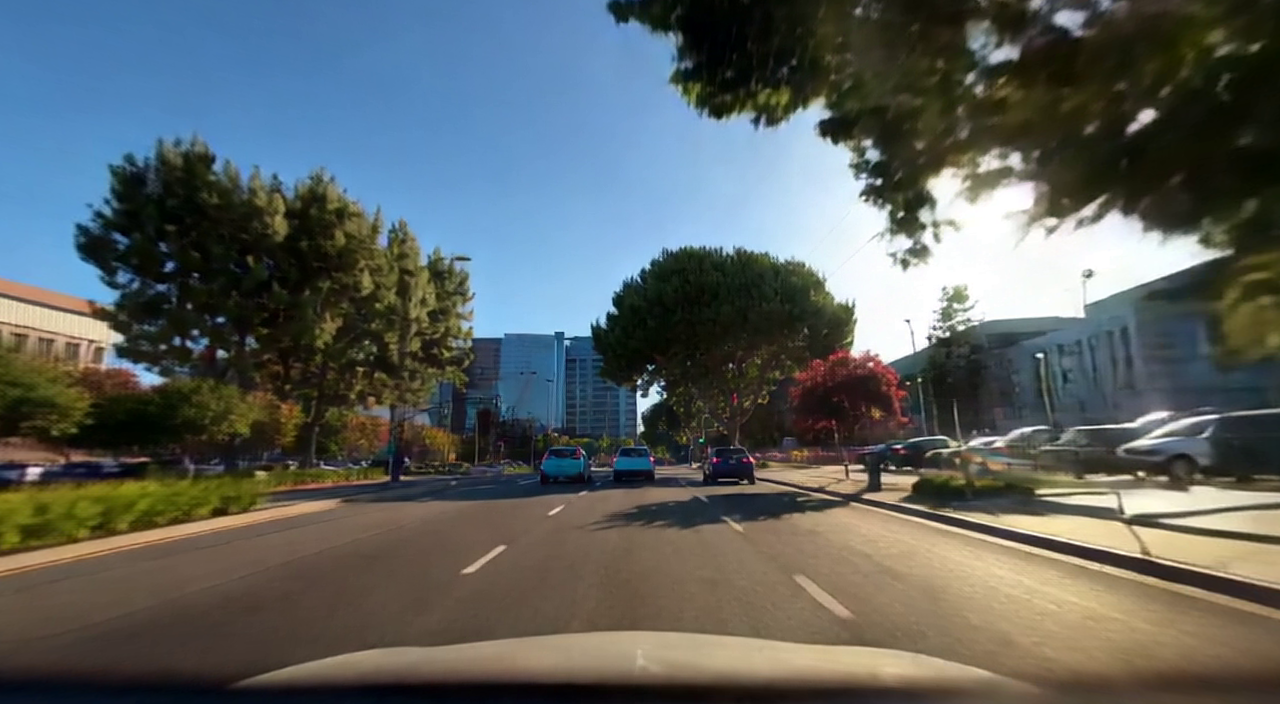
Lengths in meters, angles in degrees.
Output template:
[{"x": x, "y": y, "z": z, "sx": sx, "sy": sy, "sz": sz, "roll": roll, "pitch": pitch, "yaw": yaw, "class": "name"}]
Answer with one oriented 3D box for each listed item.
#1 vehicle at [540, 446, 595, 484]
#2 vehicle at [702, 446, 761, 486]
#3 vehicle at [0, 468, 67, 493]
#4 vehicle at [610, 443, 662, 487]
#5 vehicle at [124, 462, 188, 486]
[{"x": -3.450, "y": 5.445, "z": 30.853, "sx": 2.047, "sy": 1.710, "sz": 4.314, "roll": 0, "pitch": -8, "yaw": 2, "class": "vehicle"}, {"x": 3.821, "y": 4.840, "z": 27.054, "sx": 1.847, "sy": 1.554, "sz": 4.052, "roll": 0, "pitch": -8, "yaw": -1, "class": "vehicle"}, {"x": -42.094, "y": 8.893, "z": 43.904, "sx": 1.811, "sy": 1.441, "sz": 4.673, "roll": 4, "pitch": -9, "yaw": -25, "class": "vehicle"}, {"x": -0.124, "y": 4.767, "z": 27.031, "sx": 2.022, "sy": 1.700, "sz": 4.084, "roll": 0, "pitch": -8, "yaw": 1, "class": "vehicle"}, {"x": -32.516, "y": 8.191, "z": 42.517, "sx": 1.742, "sy": 1.411, "sz": 4.415, "roll": 2, "pitch": -9, "yaw": -14, "class": "vehicle"}]
